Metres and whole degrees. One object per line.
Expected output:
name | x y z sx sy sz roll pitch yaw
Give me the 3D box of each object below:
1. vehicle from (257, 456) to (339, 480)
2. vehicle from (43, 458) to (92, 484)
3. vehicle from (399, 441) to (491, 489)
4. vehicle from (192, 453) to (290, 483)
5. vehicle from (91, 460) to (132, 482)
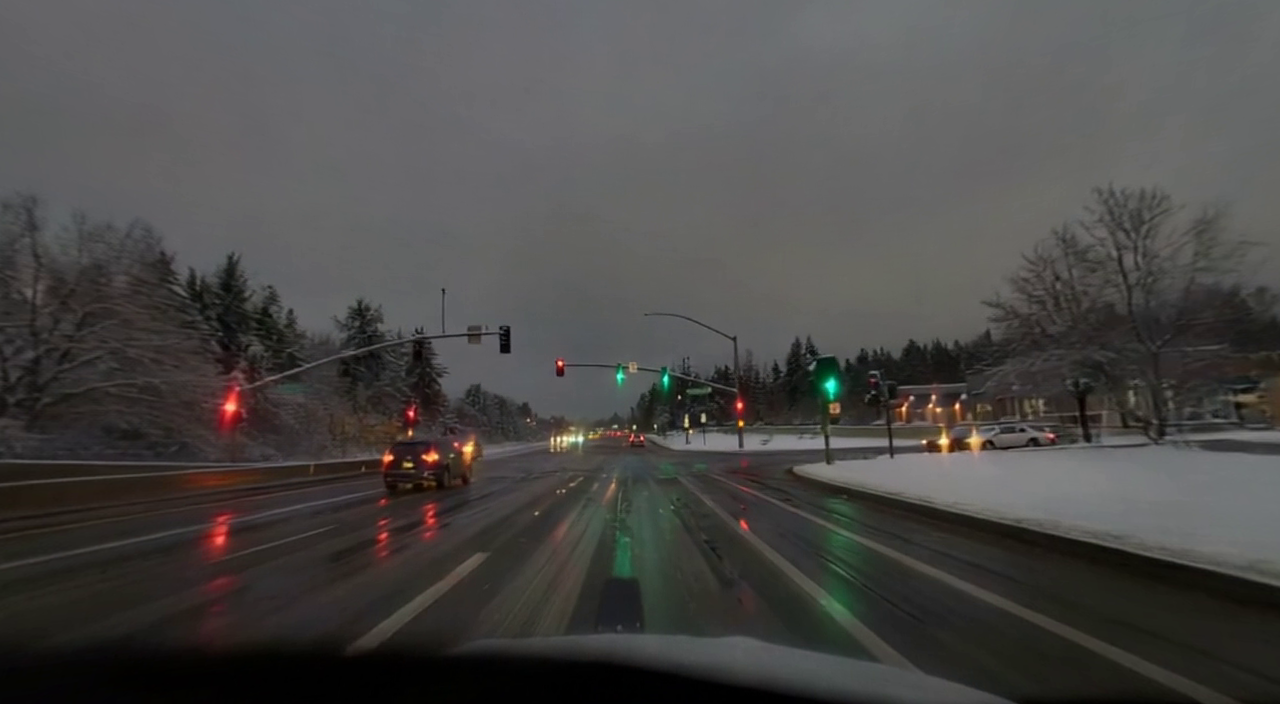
vehicle | -22.636 7.653 41.888 4.298 1.466 1.921 -1 -9 4
vehicle | -43.589 9.054 48.156 2.020 1.784 4.391 5 -10 -34
vehicle | -6.483 3.778 21.515 1.928 1.451 4.219 0 -9 -2
vehicle | -24.662 7.178 39.140 4.722 1.741 2.142 -1 -9 7
vehicle | -40.556 9.137 48.579 1.906 1.496 4.381 5 -10 -34
